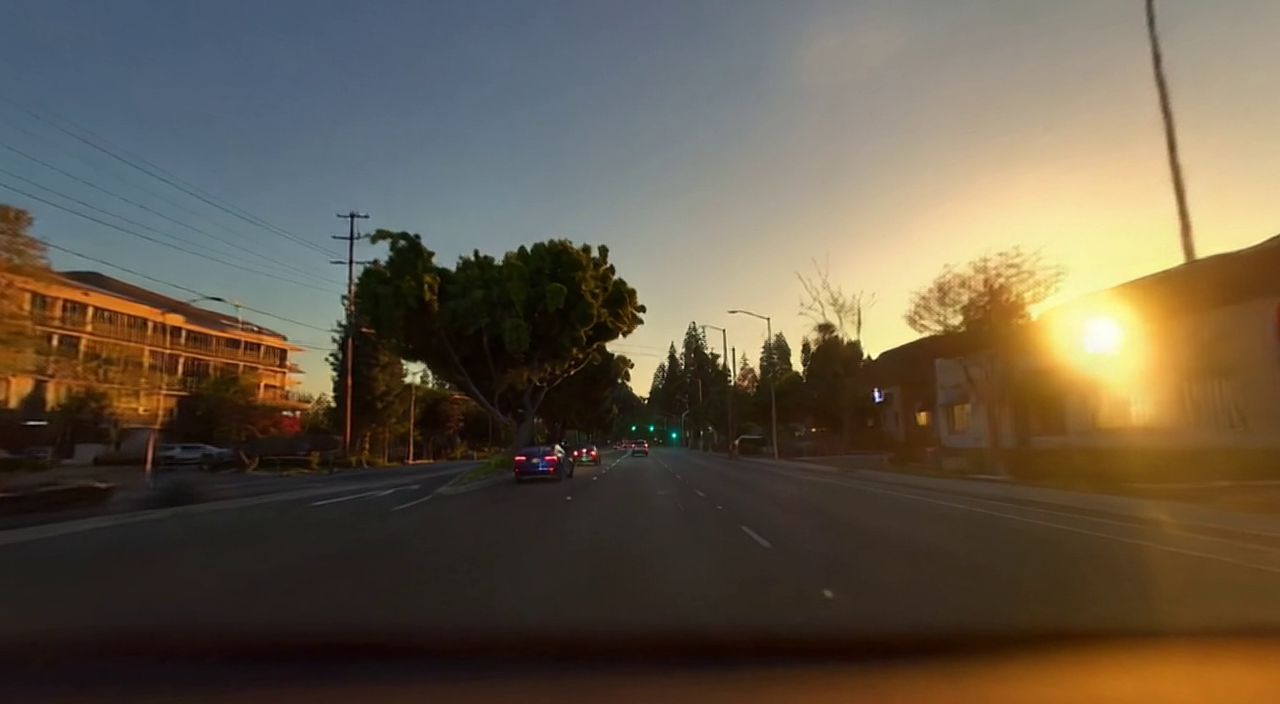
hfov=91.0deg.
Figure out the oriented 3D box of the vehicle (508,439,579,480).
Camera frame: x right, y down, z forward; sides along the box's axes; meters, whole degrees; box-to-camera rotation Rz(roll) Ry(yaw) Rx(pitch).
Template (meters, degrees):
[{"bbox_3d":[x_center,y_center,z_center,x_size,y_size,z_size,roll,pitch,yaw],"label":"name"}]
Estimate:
[{"bbox_3d":[-3.694,4.205,24.886,2.076,1.444,4.328,0,-8,0],"label":"vehicle"}]
